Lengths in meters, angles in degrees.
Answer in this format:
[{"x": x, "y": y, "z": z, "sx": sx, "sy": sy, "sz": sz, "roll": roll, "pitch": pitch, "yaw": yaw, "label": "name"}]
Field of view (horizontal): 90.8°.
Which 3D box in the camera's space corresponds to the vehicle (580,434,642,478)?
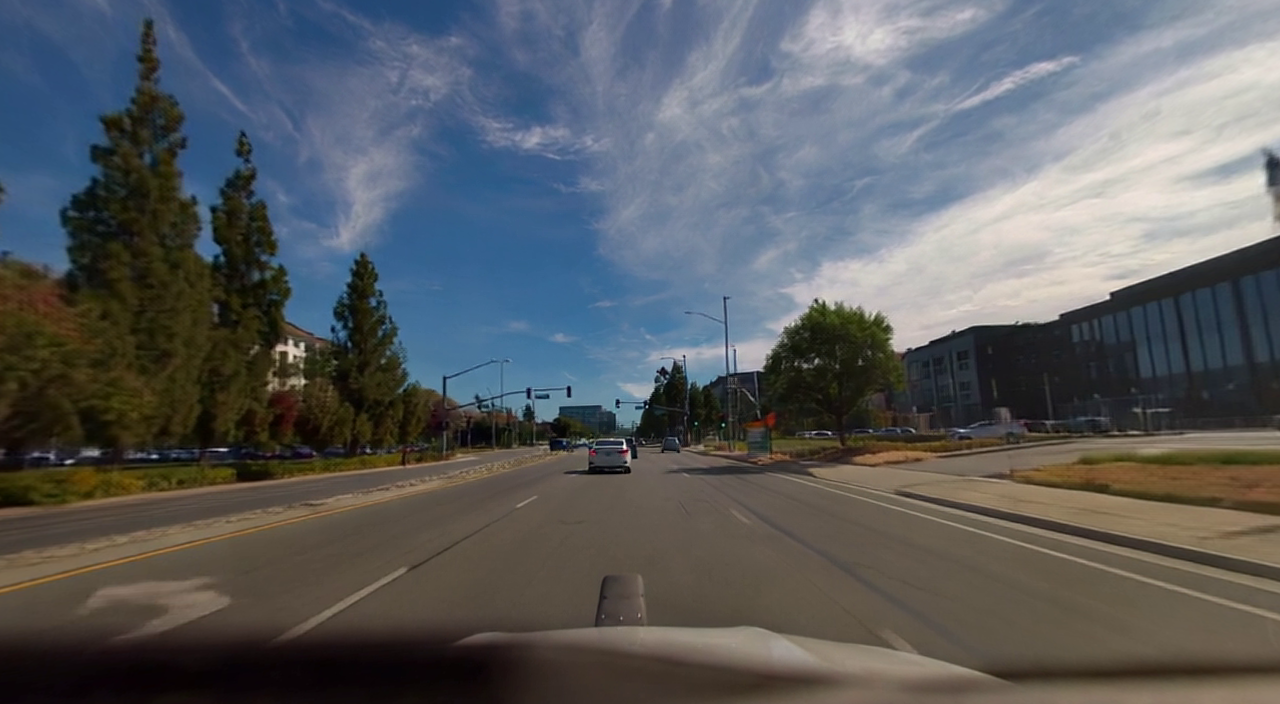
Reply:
[{"x": -0.993, "y": 3.776, "z": 23.157, "sx": 2.075, "sy": 1.470, "sz": 3.962, "roll": 0, "pitch": -8, "yaw": -1, "label": "vehicle"}]
